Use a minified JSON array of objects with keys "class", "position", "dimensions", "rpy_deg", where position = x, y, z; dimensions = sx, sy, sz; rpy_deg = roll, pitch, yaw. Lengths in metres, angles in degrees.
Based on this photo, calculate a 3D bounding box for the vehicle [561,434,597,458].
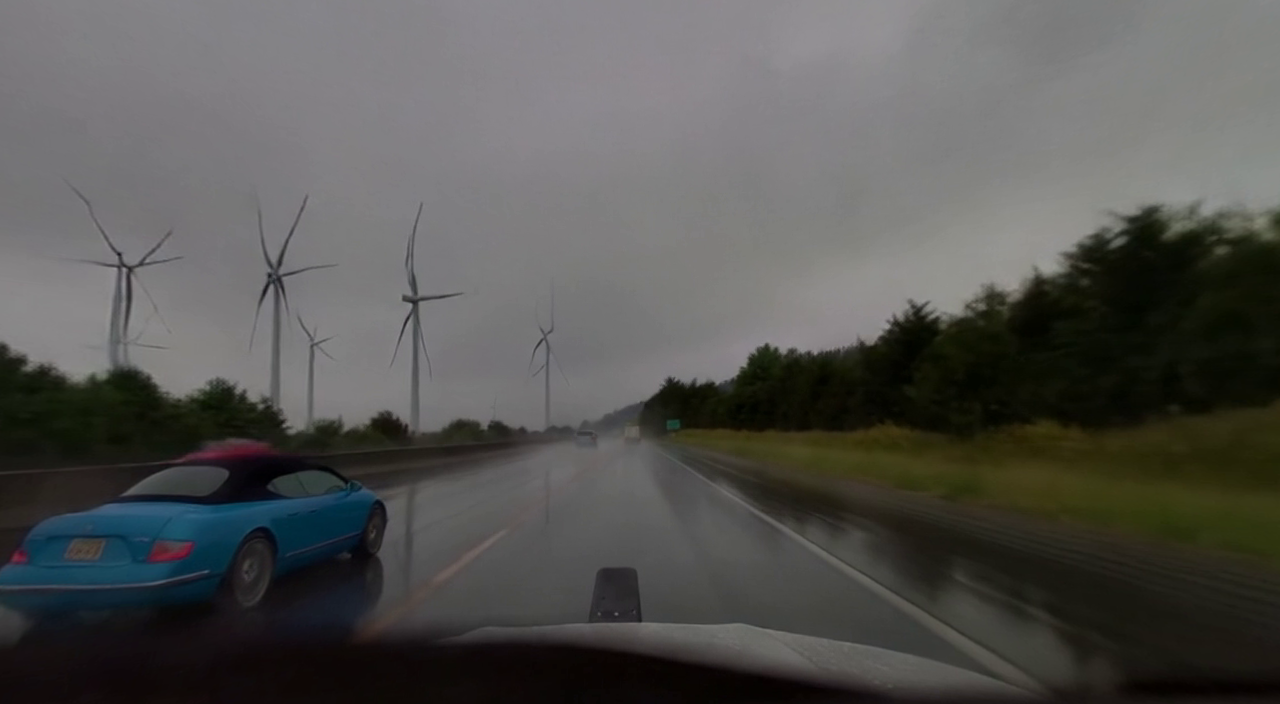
[{"class":"vehicle","position":[-3.887,6.047,40.758],"dimensions":[2.024,1.456,3.754],"rpy_deg":[0,-8,-1]}]

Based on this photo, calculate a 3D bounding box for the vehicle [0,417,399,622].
[{"class":"vehicle","position":[-4.286,1.451,6.526],"dimensions":[1.969,1.413,4.194],"rpy_deg":[0,-8,-1]}]
